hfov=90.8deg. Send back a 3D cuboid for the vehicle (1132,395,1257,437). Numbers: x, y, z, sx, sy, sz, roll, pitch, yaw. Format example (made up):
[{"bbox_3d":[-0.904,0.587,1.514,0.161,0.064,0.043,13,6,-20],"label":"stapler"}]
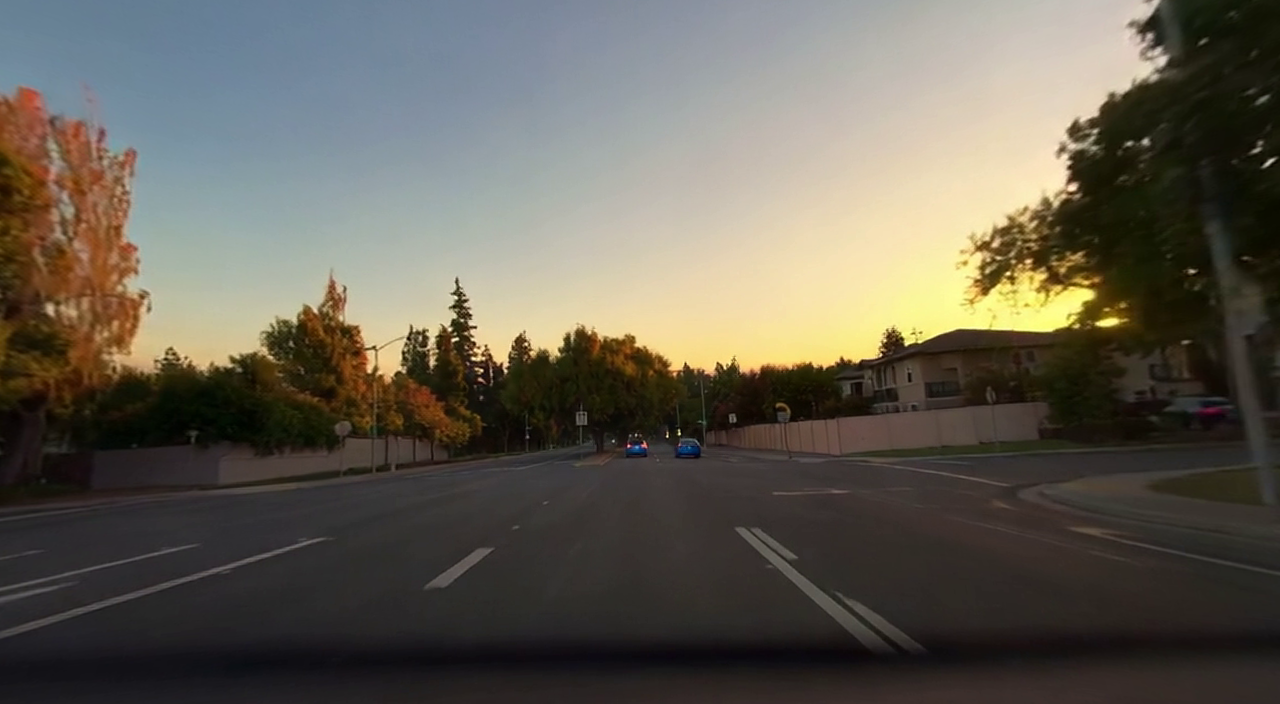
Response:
[{"bbox_3d":[31.094,3.509,35.714,2.072,2.012,5.323,-5,-4,-1],"label":"vehicle"}]
